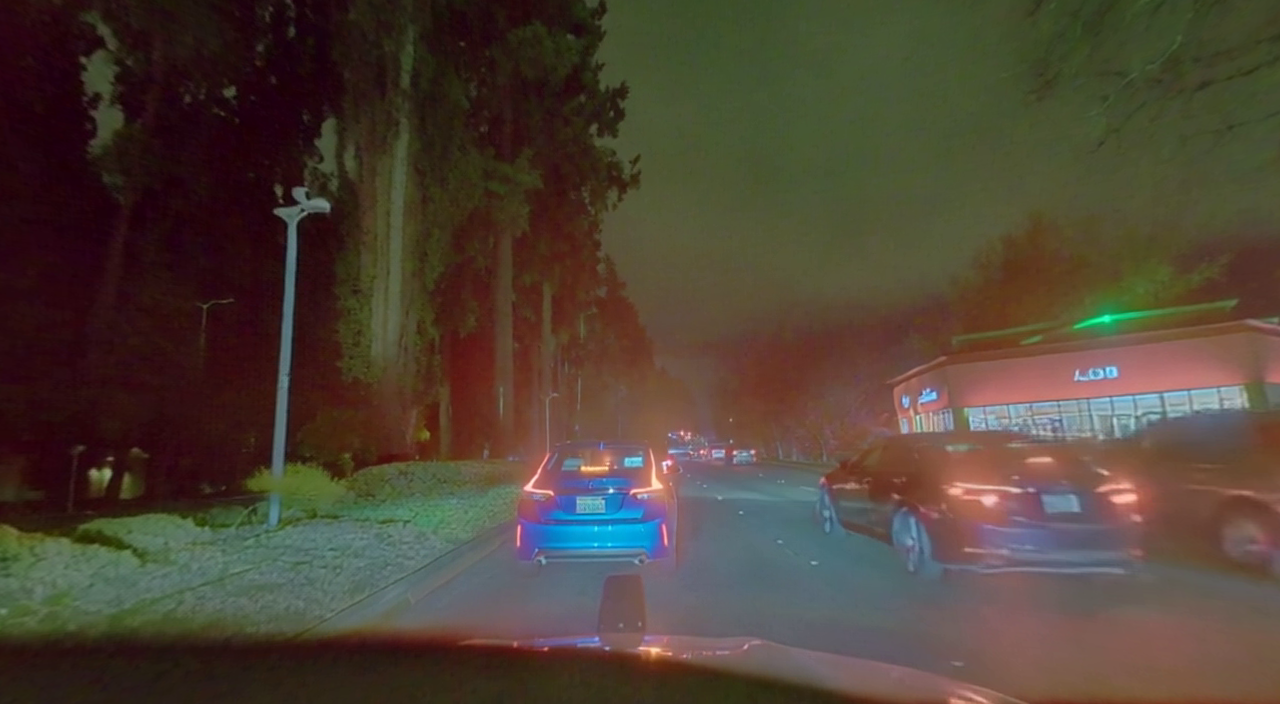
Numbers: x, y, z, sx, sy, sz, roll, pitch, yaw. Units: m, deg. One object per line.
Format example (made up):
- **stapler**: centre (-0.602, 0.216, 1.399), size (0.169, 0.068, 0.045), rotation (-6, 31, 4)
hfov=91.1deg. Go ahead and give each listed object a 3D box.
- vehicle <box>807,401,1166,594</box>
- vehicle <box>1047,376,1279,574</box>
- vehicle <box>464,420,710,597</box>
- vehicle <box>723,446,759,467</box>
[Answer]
- **vehicle**: centre (3.561, 1.566, 7.597), size (1.946, 1.648, 4.230), rotation (0, -8, 1)
- **vehicle**: centre (7.205, 1.264, 6.584), size (2.253, 1.854, 5.409), rotation (0, -8, 0)
- **vehicle**: centre (-0.475, 1.643, 7.471), size (2.111, 1.506, 4.018), rotation (0, -8, -1)
- **vehicle**: centre (7.292, 7.567, 45.575), size (1.909, 1.380, 3.905), rotation (0, -8, 0)
